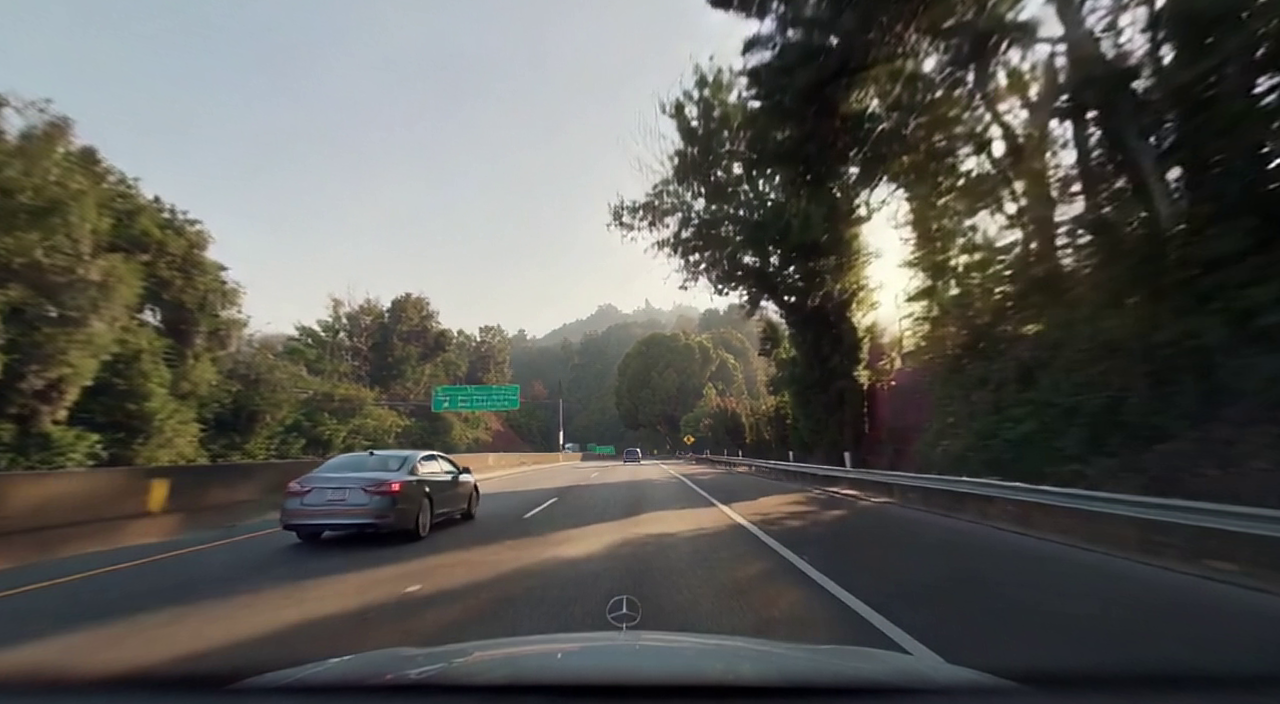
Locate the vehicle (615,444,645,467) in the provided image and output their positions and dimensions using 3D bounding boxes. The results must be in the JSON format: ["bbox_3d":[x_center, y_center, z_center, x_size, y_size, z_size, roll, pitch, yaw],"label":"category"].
[{"bbox_3d":[-0.696,7.397,45.103,2.011,1.590,3.607,0,-8,0],"label":"vehicle"}]

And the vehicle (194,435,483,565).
[{"bbox_3d":[-4.070,2.065,9.650,2.157,1.483,4.601,0,-8,0],"label":"vehicle"}]
